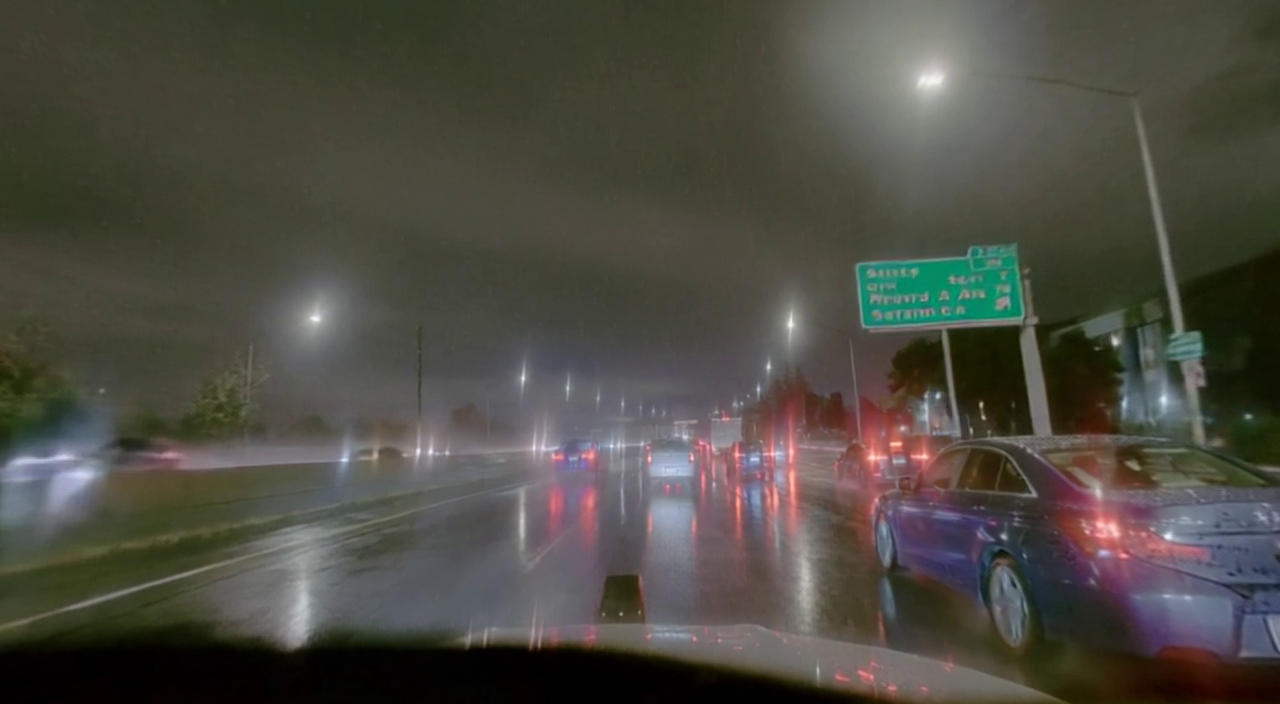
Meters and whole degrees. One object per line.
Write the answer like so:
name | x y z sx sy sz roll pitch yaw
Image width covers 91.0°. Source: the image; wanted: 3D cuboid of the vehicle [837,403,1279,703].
vehicle | 3.191 1.288 4.705 2.009 1.489 4.559 0 -9 1

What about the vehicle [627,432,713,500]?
vehicle | 0.790 3.038 17.075 2.074 1.614 3.803 0 -9 2

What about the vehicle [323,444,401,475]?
vehicle | -14.542 5.658 33.217 1.874 1.504 4.406 0 -9 3

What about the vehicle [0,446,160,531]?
vehicle | -12.358 2.644 12.615 1.906 1.499 4.426 0 -9 2

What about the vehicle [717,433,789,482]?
vehicle | 4.178 3.988 24.079 2.076 1.684 4.241 0 -9 2

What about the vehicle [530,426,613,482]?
vehicle | -2.551 4.022 25.059 2.434 1.965 5.305 0 -9 3
